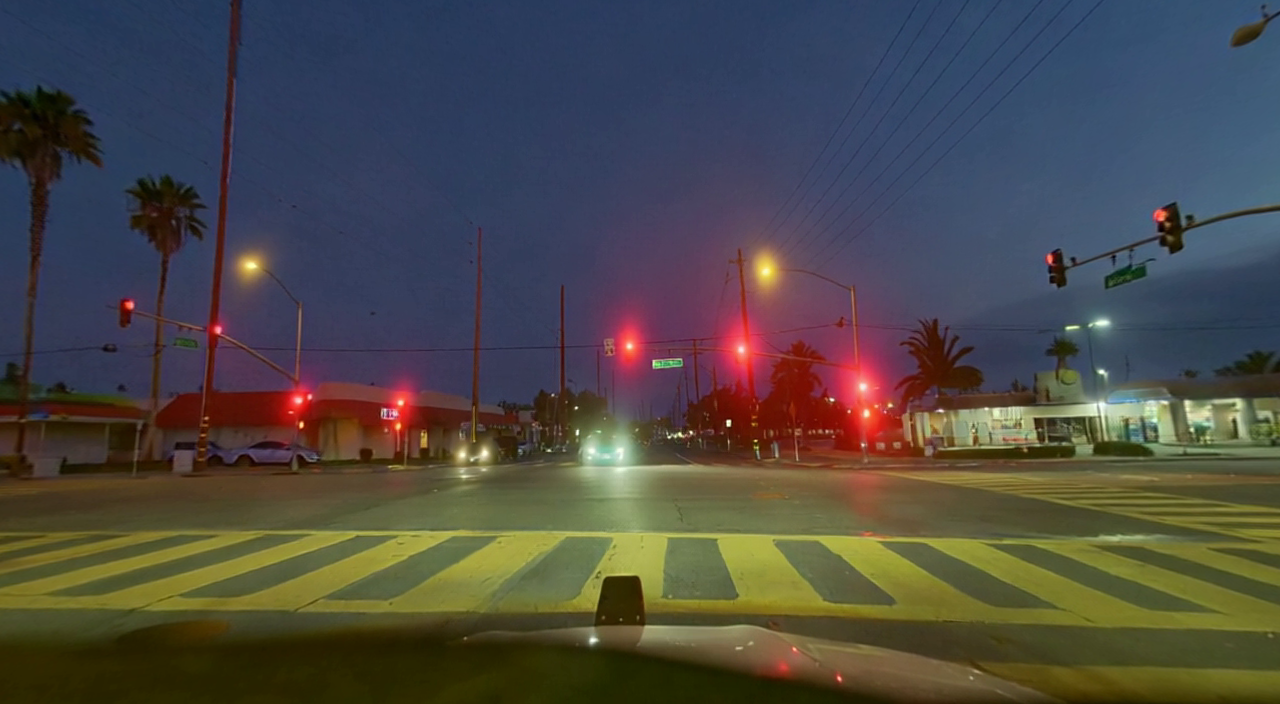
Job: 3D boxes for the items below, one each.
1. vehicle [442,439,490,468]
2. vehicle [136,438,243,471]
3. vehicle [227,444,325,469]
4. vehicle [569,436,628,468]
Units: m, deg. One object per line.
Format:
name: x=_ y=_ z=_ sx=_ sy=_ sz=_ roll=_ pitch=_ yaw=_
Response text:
vehicle: x=-11.965 y=6.986 z=43.718 sx=2.016 sy=1.717 sz=4.287 roll=-2 pitch=-7 yaw=1
vehicle: x=-25.911 y=5.920 z=36.457 sx=4.613 sy=1.820 sz=2.021 roll=-1 pitch=-9 yaw=3
vehicle: x=-22.299 y=6.422 z=38.842 sx=4.849 sy=1.444 sz=1.881 roll=0 pitch=-8 yaw=1
vehicle: x=-2.230 y=5.110 z=32.515 sx=2.223 sy=1.490 sz=5.094 roll=2 pitch=-9 yaw=-12
